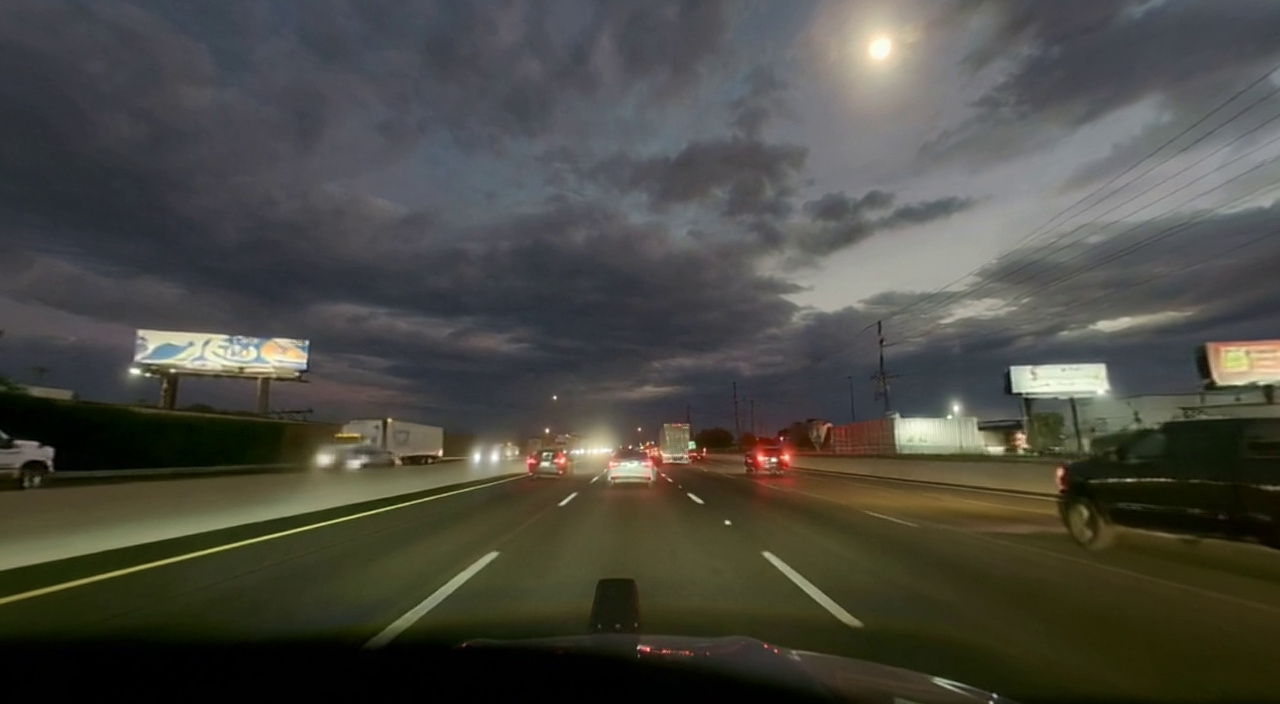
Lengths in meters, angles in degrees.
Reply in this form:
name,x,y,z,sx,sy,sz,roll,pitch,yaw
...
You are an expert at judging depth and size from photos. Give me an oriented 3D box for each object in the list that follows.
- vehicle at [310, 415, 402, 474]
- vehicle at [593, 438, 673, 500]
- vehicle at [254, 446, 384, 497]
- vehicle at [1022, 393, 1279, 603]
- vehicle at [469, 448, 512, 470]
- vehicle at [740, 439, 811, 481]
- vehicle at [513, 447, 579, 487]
name,x,y,z,sx,sy,sz,roll,pitch,yaw
vehicle,-20.626,6.848,46.551,3.012,3.940,8.053,0,-9,-1
vehicle,-0.212,3.533,19.450,2.191,1.685,4.015,0,-9,-1
vehicle,-10.553,3.933,21.214,2.008,1.500,4.376,0,-9,0
vehicle,6.755,1.464,6.669,2.086,1.862,5.232,0,-9,-1
vehicle,-10.965,7.870,46.791,1.857,1.524,5.060,0,-9,1
vehicle,6.822,5.517,32.563,2.302,1.973,5.502,0,-9,-1
vehicle,-3.808,4.748,26.509,2.025,1.498,4.675,0,-9,1
